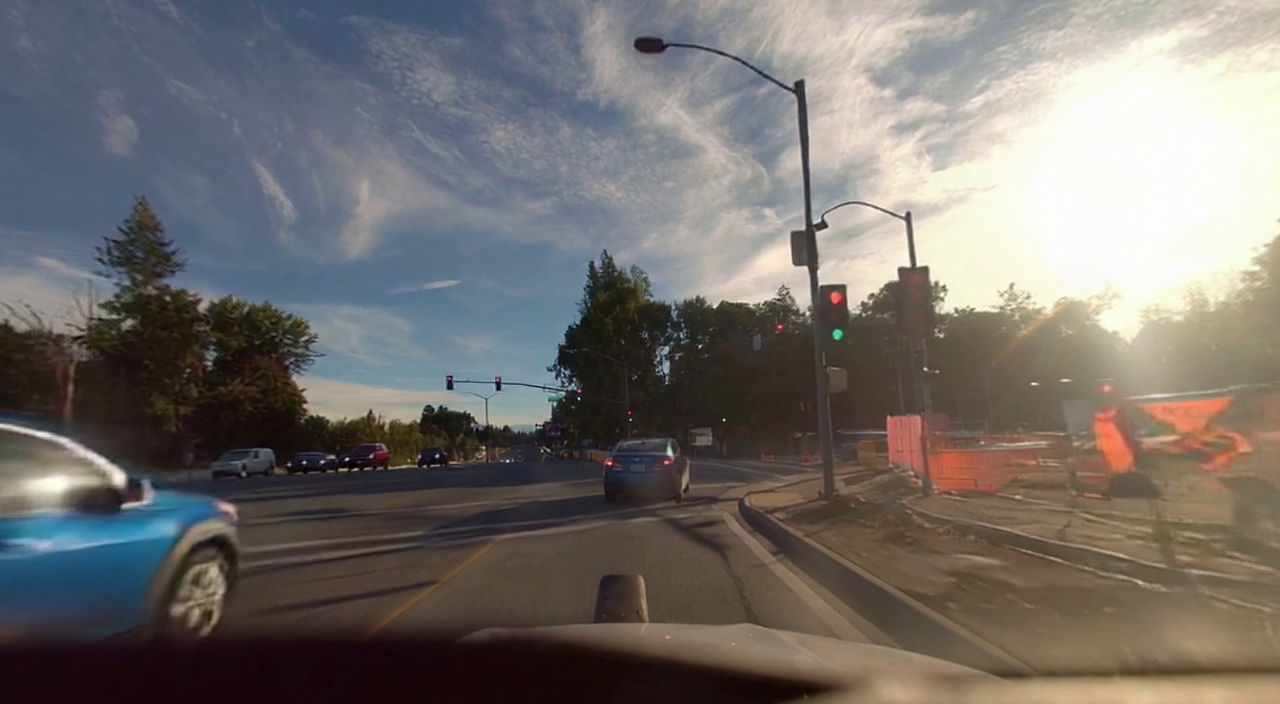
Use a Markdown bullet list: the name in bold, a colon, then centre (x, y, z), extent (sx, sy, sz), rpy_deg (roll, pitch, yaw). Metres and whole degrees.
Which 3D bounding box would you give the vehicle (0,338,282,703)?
- **vehicle**: centre (-4.087, 0.831, 2.646), extent (2.240, 1.844, 5.043), rpy_deg (0, -9, -1)

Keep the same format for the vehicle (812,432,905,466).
- **vehicle**: centre (10.259, 4.511, 29.499), extent (4.467, 1.477, 1.873), rpy_deg (6, -11, -37)

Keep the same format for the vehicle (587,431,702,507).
- **vehicle**: centre (0.284, 2.709, 15.039), extent (2.183, 1.506, 4.286), rpy_deg (-1, -9, 8)
